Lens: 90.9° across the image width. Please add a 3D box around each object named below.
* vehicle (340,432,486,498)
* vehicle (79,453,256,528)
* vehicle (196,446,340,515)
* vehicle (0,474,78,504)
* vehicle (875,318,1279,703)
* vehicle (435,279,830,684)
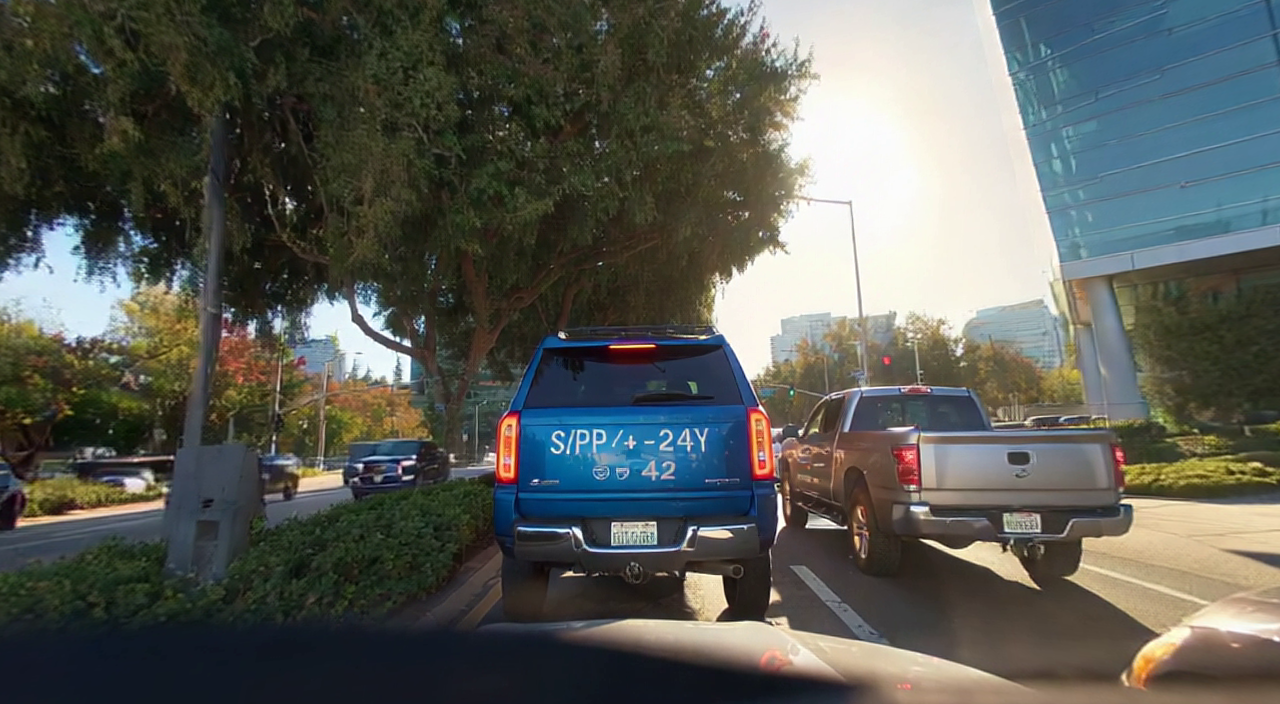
[{"bbox_3d":[-8.909,4.519,26.025,2.873,2.199,8.099,-2,-9,1],"label":"vehicle"},{"bbox_3d":[-16.292,4.728,22.166,2.637,2.293,4.494,0,-8,0],"label":"vehicle"},{"bbox_3d":[-12.533,4.287,21.710,2.111,1.917,4.758,-4,-8,0],"label":"vehicle"},{"bbox_3d":[-37.560,8.285,38.259,1.813,1.546,4.785,-3,-9,19],"label":"vehicle"},{"bbox_3d":[3.080,0.984,3.484,2.022,1.700,4.410,0,-8,3],"label":"vehicle"},{"bbox_3d":[0.010,1.040,5.948,2.267,2.372,4.366,0,-8,2],"label":"vehicle"}]
